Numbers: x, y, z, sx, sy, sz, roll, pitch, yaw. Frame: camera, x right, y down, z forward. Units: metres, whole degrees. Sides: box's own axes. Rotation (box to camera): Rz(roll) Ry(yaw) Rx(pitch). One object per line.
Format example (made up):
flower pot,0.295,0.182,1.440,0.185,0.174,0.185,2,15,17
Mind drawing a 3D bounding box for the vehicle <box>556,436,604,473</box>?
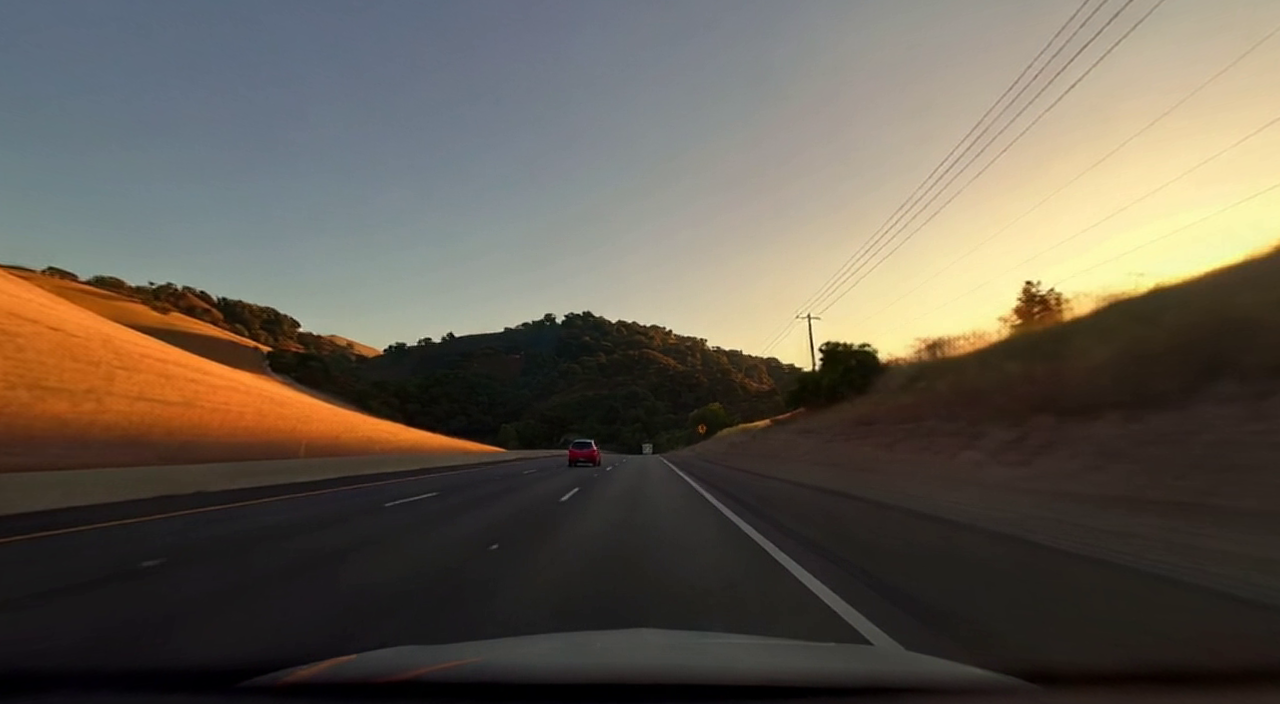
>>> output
vehicle,-3.220,5.595,34.675,2.136,1.845,4.515,0,-8,1
